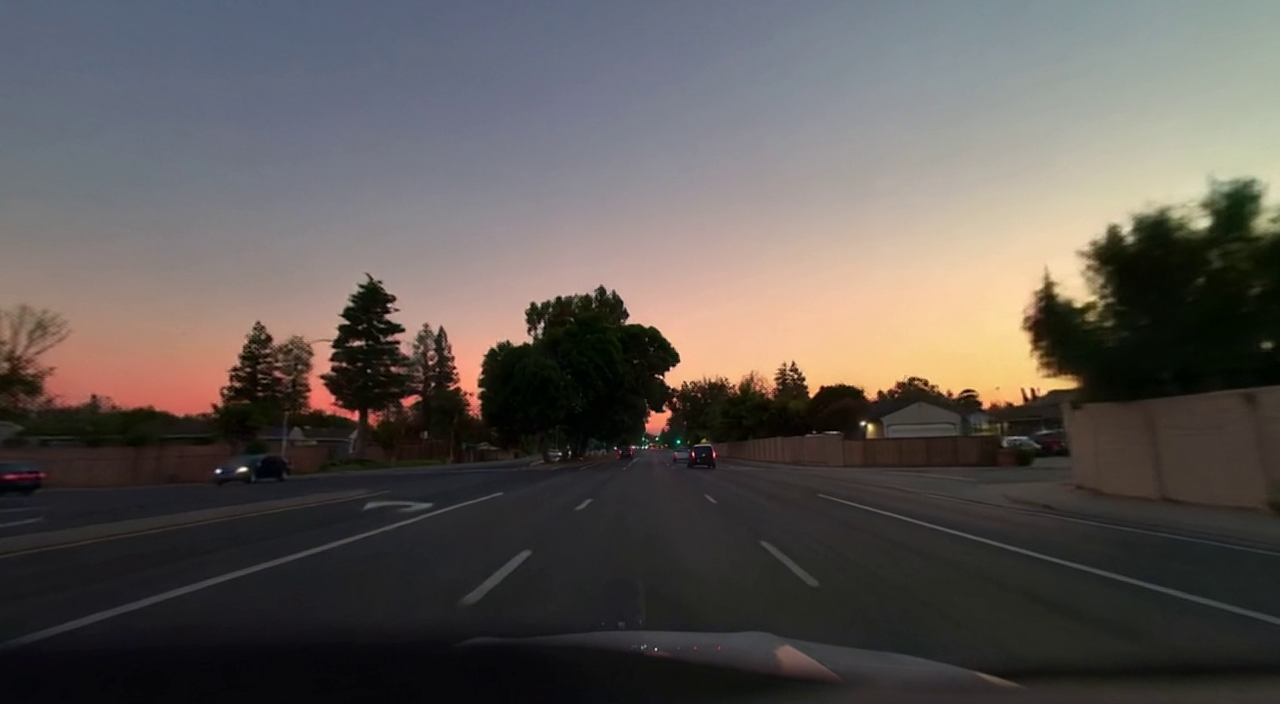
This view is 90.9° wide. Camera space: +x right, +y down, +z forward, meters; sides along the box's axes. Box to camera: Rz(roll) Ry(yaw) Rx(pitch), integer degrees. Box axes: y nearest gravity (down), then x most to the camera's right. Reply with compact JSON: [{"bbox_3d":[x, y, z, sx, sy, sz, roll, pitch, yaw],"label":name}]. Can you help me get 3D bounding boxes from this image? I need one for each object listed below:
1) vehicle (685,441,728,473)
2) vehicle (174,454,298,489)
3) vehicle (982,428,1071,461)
[{"bbox_3d":[3.996,6.408,38.698,2.114,1.780,4.445,0,-9,0],"label":"vehicle"},{"bbox_3d":[-18.536,5.486,29.083,4.351,1.489,1.890,0,-9,-3],"label":"vehicle"},{"bbox_3d":[25.445,6.148,41.818,2.198,1.973,5.805,0,-9,1],"label":"vehicle"}]
